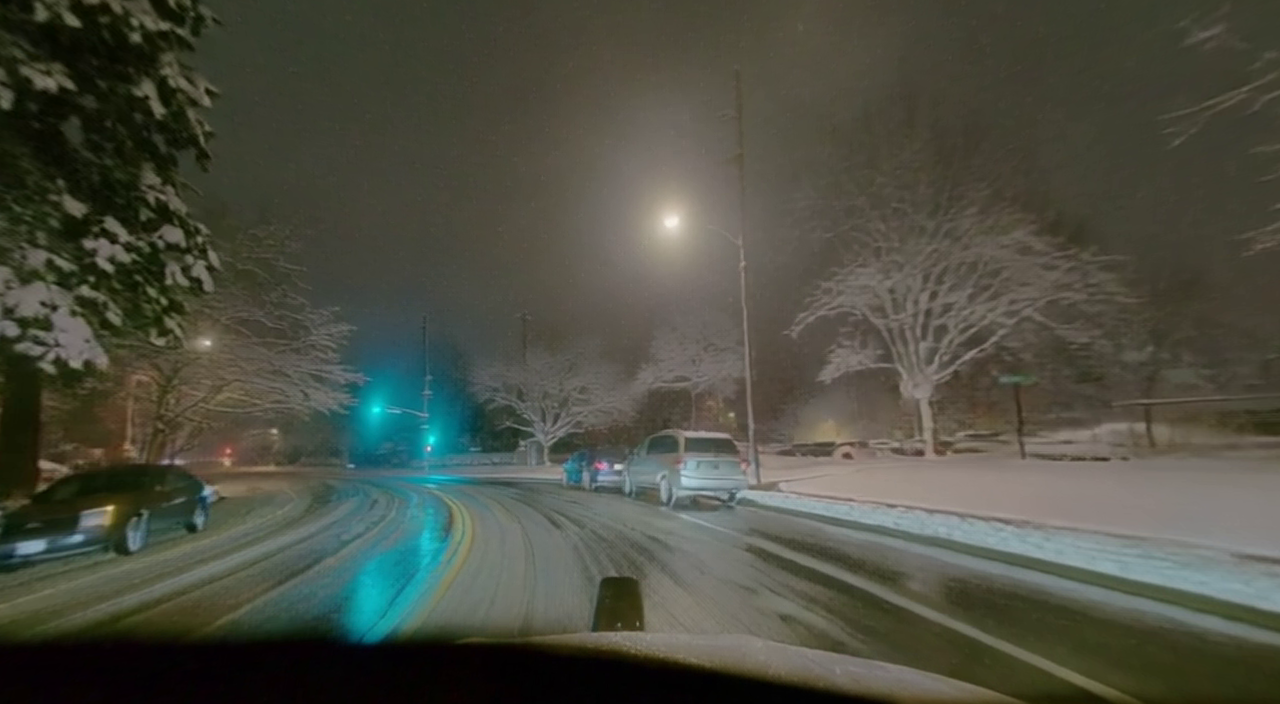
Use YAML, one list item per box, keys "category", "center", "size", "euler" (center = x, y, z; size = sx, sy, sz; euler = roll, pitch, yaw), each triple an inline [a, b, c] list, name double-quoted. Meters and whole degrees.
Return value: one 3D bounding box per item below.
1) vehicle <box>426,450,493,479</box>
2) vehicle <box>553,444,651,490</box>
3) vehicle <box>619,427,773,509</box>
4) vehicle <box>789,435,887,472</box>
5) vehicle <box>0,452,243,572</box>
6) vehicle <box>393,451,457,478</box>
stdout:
- category: "vehicle"
  center: [-10.411, 6.376, 36.188]
  size: [1.884, 1.508, 4.713]
  euler: [7, -11, -39]
- category: "vehicle"
  center: [-1.543, 4.217, 23.572]
  size: [2.066, 1.509, 4.579]
  euler: [4, -9, -26]
- category: "vehicle"
  center: [1.213, 2.928, 16.539]
  size: [2.289, 1.785, 4.944]
  euler: [2, -9, -17]
- category: "vehicle"
  center: [9.050, 4.570, 28.682]
  size: [4.577, 1.531, 2.098]
  euler: [7, -11, -40]
- category: "vehicle"
  center: [-9.253, 2.732, 11.643]
  size: [2.142, 1.483, 4.629]
  euler: [-3, -7, -18]
- category: "vehicle"
  center: [-13.740, 7.100, 40.205]
  size: [2.016, 1.509, 4.789]
  euler: [8, -11, -42]
